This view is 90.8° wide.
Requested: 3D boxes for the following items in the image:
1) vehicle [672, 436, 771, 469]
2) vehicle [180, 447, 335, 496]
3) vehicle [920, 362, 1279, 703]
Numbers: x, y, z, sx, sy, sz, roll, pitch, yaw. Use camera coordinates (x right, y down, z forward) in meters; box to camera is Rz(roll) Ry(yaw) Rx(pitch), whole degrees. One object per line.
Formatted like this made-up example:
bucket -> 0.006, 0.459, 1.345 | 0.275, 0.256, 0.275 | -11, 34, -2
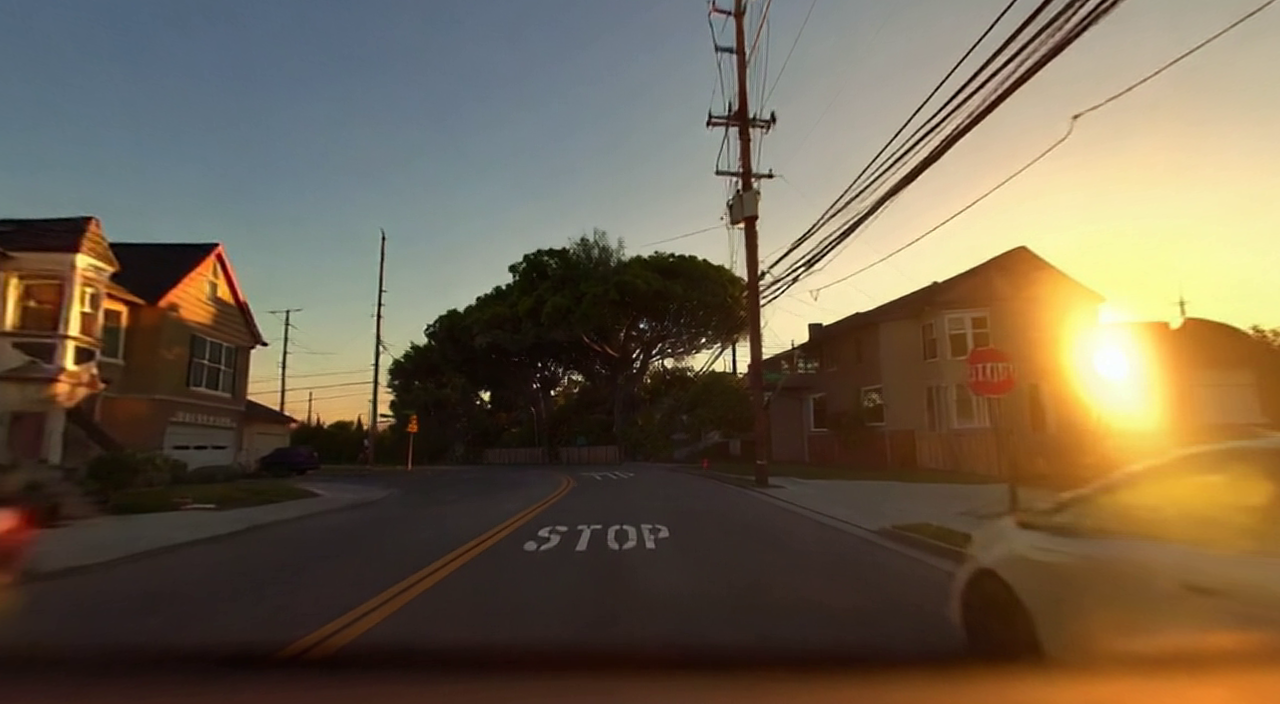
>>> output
vehicle -> 4.965, 6.198, 38.773 | 5.578, 1.842, 2.300 | 3, -9, -12
vehicle -> -13.157, 4.117, 21.954 | 4.146, 1.535, 1.862 | 0, -8, -3
vehicle -> 2.715, 0.771, 1.483 | 2.080, 1.531, 4.415 | 0, -8, 0
